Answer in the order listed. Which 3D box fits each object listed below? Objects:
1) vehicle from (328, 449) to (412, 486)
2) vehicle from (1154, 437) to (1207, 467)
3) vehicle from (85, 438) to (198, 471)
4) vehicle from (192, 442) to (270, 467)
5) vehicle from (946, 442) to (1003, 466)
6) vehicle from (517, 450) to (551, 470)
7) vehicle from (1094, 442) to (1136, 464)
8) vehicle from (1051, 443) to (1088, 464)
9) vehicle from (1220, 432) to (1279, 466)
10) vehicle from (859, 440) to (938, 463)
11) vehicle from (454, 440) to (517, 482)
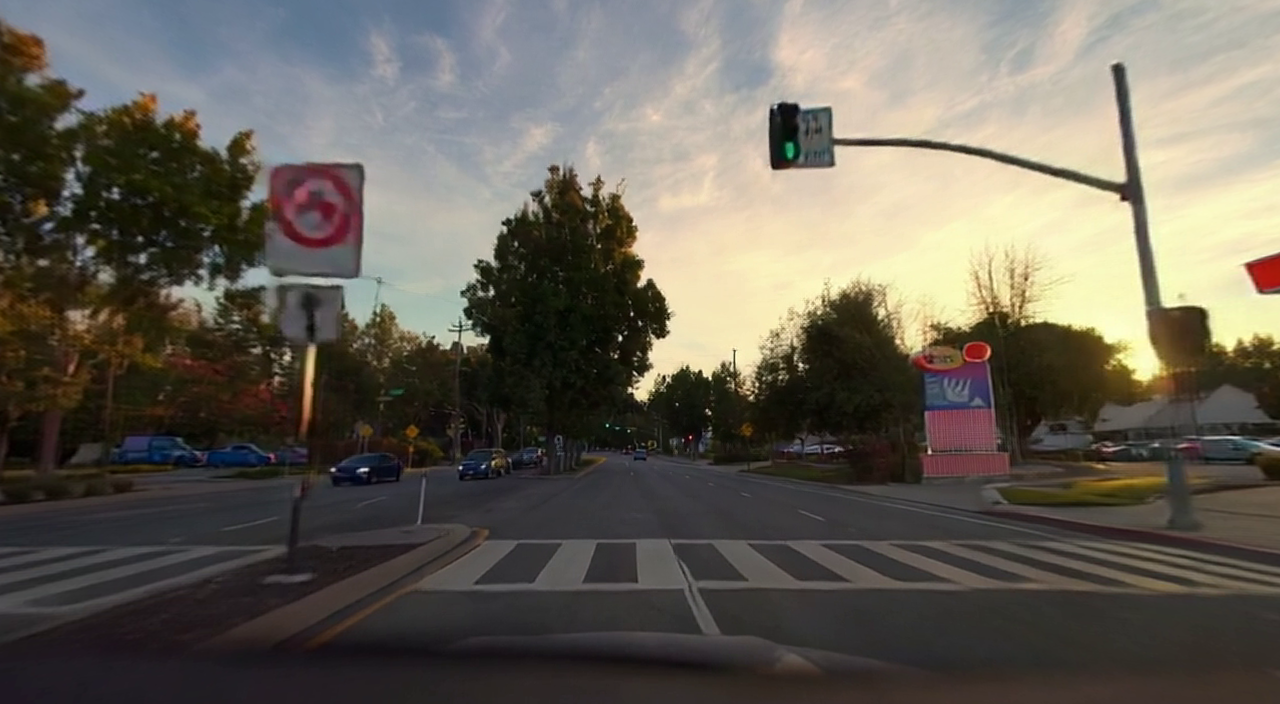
[{"bbox_3d":[-11.746,5.024,27.827,1.909,1.469,4.370,0,-9,-2],"label":"vehicle"},{"bbox_3d":[28.649,5.279,33.429,1.815,1.480,4.406,-8,-12,42],"label":"vehicle"},{"bbox_3d":[-28.870,5.953,36.719,4.938,1.778,1.954,7,-12,-39],"label":"vehicle"},{"bbox_3d":[-28.940,7.281,44.858,4.390,1.665,1.934,4,-10,-27],"label":"vehicle"},{"bbox_3d":[21.494,6.531,40.509,1.916,1.434,4.557,-9,-13,44],"label":"vehicle"},{"bbox_3d":[-8.097,8.265,48.583,1.982,1.465,4.376,0,-9,-1],"label":"vehicle"},{"bbox_3d":[34.704,7.368,46.085,1.969,1.482,4.815,-8,-11,40],"label":"vehicle"},{"bbox_3d":[32.538,7.668,47.788,1.894,1.434,4.308,-7,-11,38],"label":"vehicle"},{"bbox_3d":[30.470,4.829,31.404,2.103,1.561,4.355,-8,-12,40],"label":"vehicle"},{"bbox_3d":[19.165,7.383,46.911,4.868,1.610,2.223,1,-9,-5],"label":"vehicle"},{"bbox_3d":[-7.052,5.032,29.341,1.987,1.747,4.545,0,-9,-3],"label":"vehicle"}]
